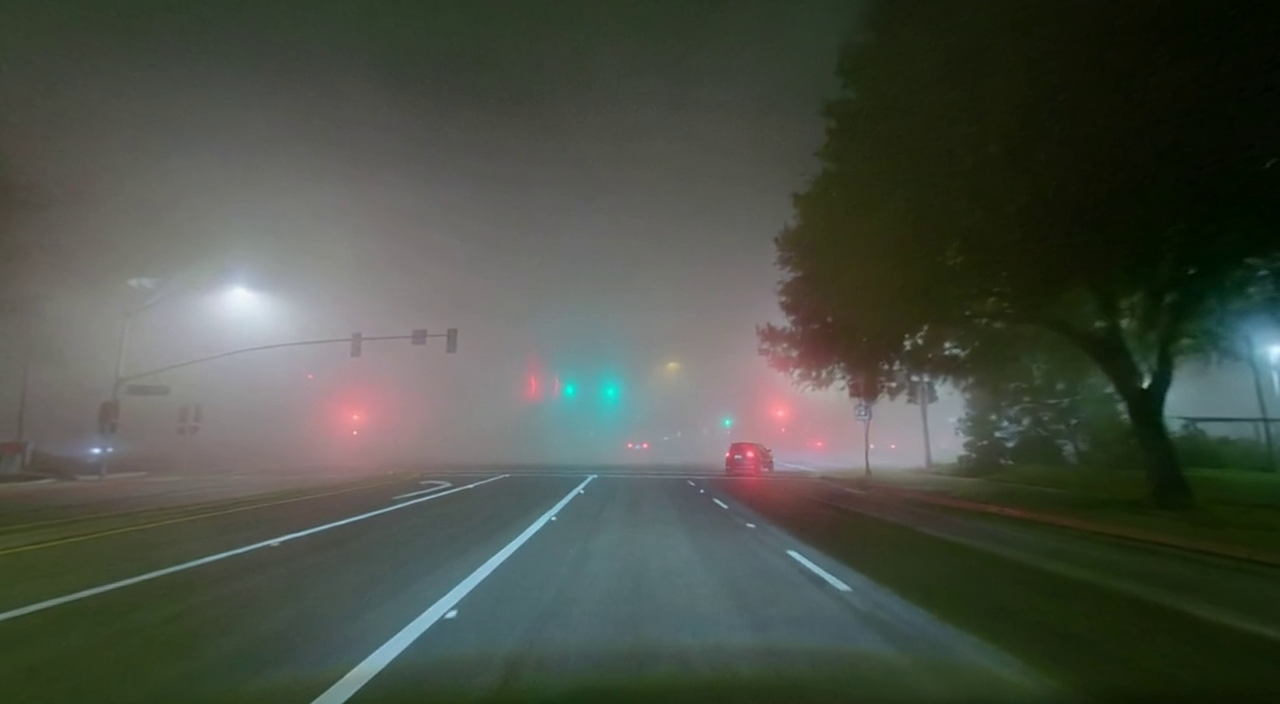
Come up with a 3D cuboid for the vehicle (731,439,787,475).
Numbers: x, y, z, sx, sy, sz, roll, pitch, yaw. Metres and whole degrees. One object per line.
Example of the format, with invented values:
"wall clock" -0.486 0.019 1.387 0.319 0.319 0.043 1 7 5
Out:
"vehicle" 6.172 5.348 32.316 2.289 1.503 4.595 2 -8 17
